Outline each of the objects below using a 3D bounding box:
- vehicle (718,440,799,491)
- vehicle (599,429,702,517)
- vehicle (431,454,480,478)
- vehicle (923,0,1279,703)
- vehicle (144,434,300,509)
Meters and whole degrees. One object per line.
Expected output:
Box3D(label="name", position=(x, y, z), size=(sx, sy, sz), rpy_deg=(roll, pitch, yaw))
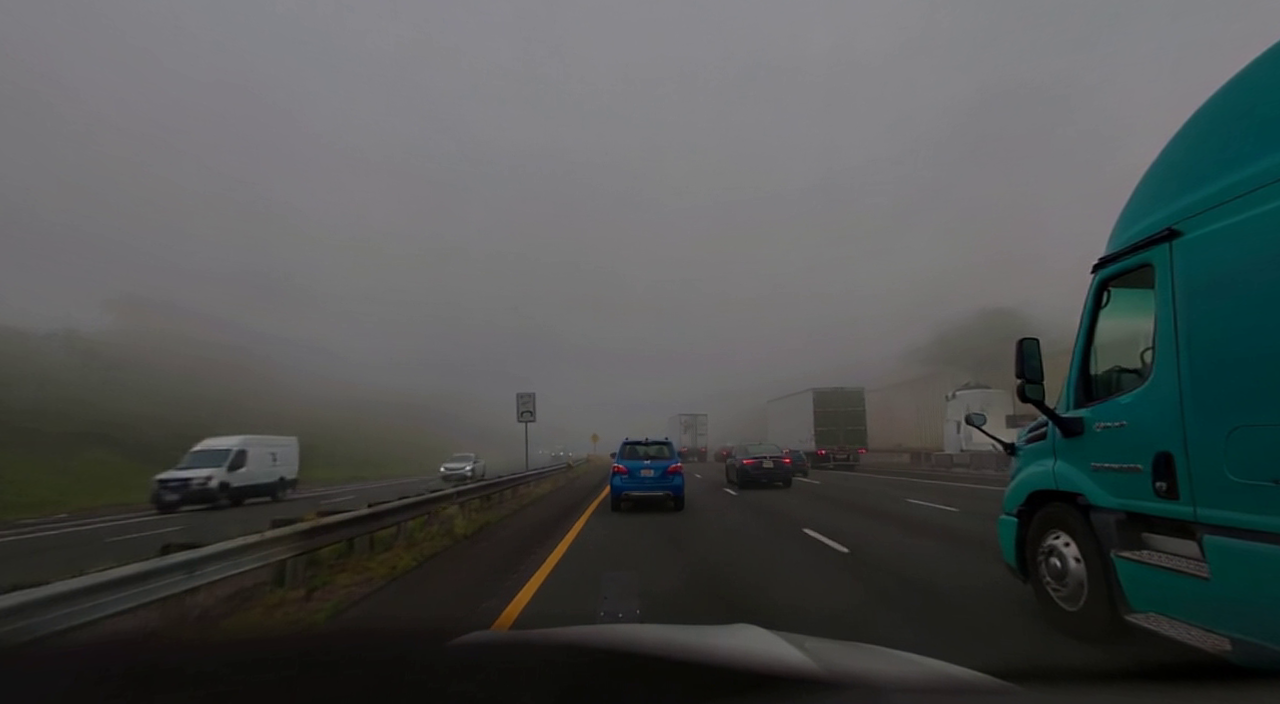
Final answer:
Box3D(label="vehicle", position=(3.832, 3.720, 20.856), size=(1.859, 1.512, 3.711), rpy_deg=(0, -9, -2))
Box3D(label="vehicle", position=(0.199, 2.587, 13.794), size=(1.965, 1.664, 3.428), rpy_deg=(0, -9, 0))
Box3D(label="vehicle", position=(-12.368, 7.658, 42.293), size=(1.921, 1.504, 4.633), rpy_deg=(0, -9, 0))
Box3D(label="vehicle", position=(4.204, -0.049, 2.774), size=(2.987, 3.877, 5.881), rpy_deg=(0, -9, 0))
Box3D(label="vehicle", position=(-16.634, 4.755, 25.498), size=(2.234, 2.649, 5.960), rpy_deg=(0, -9, -1))
